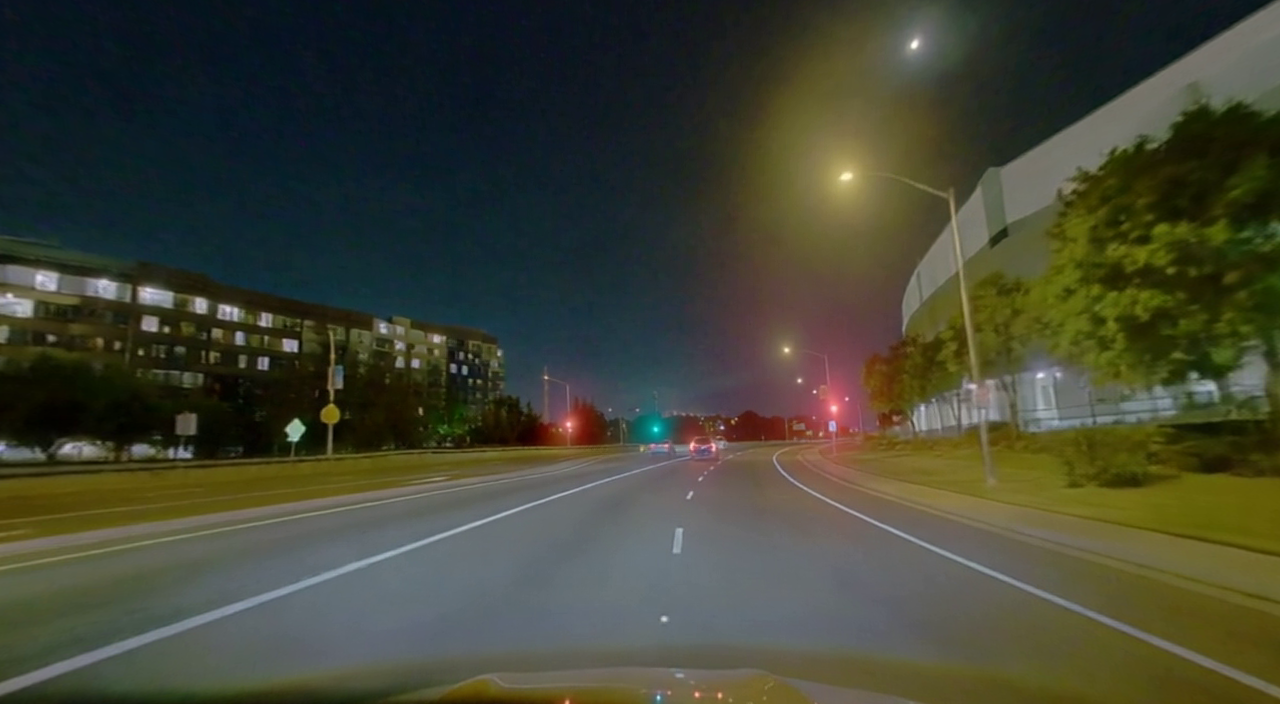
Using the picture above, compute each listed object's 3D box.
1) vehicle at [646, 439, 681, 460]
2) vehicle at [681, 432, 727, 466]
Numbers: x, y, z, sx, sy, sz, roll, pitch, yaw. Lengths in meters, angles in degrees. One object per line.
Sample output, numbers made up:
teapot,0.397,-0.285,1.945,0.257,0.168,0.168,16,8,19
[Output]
vehicle,1.797,7.338,47.424,1.952,1.472,4.312,-2,-9,11
vehicle,4.020,5.951,38.942,2.356,1.931,4.840,-2,-9,11
